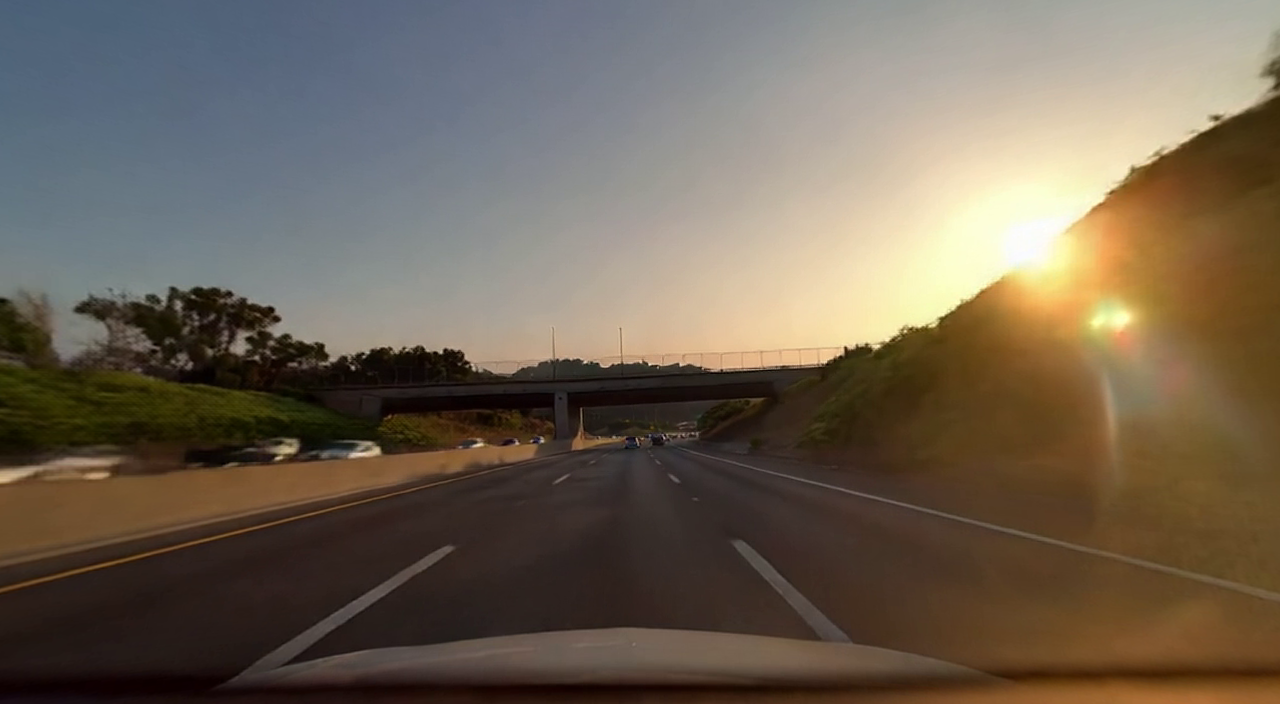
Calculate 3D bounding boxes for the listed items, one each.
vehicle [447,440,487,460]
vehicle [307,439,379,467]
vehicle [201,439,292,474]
[{"bbox_3d":[-13.313,7.517,48.750,1.931,1.431,4.313,0,-8,-1],"label":"vehicle"},{"bbox_3d":[-16.704,5.675,35.761,1.903,1.503,4.536,0,-8,-1],"label":"vehicle"},{"bbox_3d":[-20.859,5.505,33.650,1.981,1.729,4.491,0,-8,-1],"label":"vehicle"}]
